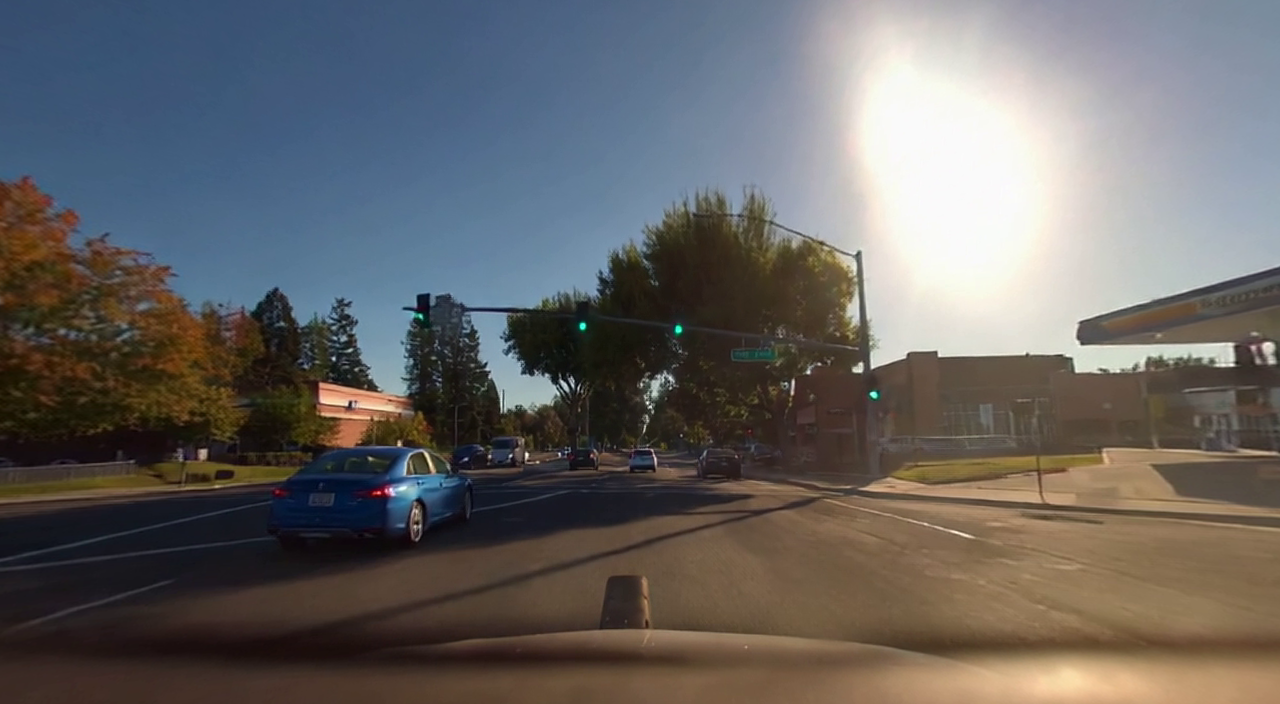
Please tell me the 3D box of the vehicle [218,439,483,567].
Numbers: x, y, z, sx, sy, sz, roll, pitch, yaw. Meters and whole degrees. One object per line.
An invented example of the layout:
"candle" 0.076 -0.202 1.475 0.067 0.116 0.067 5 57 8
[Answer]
"vehicle" -3.964 2.104 9.658 1.803 1.463 4.422 0 -8 2

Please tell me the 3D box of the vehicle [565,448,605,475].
"vehicle" -3.152 6.375 37.000 1.841 1.474 4.038 0 -8 2

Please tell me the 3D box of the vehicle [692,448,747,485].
"vehicle" 3.409 4.990 27.724 1.883 1.465 3.975 0 -8 0

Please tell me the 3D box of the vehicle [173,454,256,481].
"vehicle" -32.895 8.934 48.994 2.197 1.842 5.801 0 -8 2

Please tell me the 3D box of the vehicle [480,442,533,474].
"vehicle" -8.359 6.695 40.112 2.370 1.909 5.431 1 -8 -2
